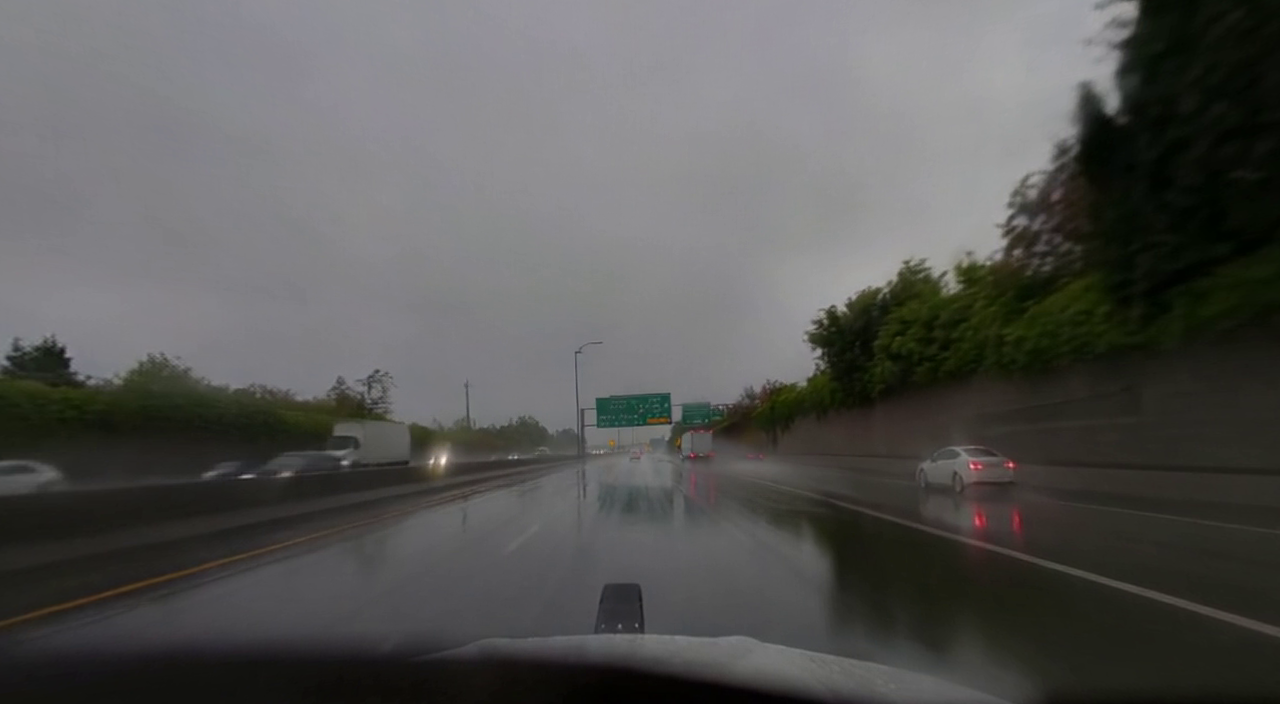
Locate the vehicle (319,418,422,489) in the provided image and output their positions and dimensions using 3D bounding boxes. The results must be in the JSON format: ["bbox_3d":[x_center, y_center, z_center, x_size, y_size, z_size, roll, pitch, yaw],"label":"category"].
[{"bbox_3d":[-16.491,6.257,39.246,3.138,3.947,7.349,1,-8,-1],"label":"vehicle"}]

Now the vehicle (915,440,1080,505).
[{"bbox_3d":[10.143,3.442,18.397,1.950,1.632,4.845,0,-9,0],"label":"vehicle"}]

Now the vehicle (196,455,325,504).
[{"bbox_3d":[-12.937,4.341,21.779,1.853,1.456,4.215,0,-9,-1],"label":"vehicle"}]
